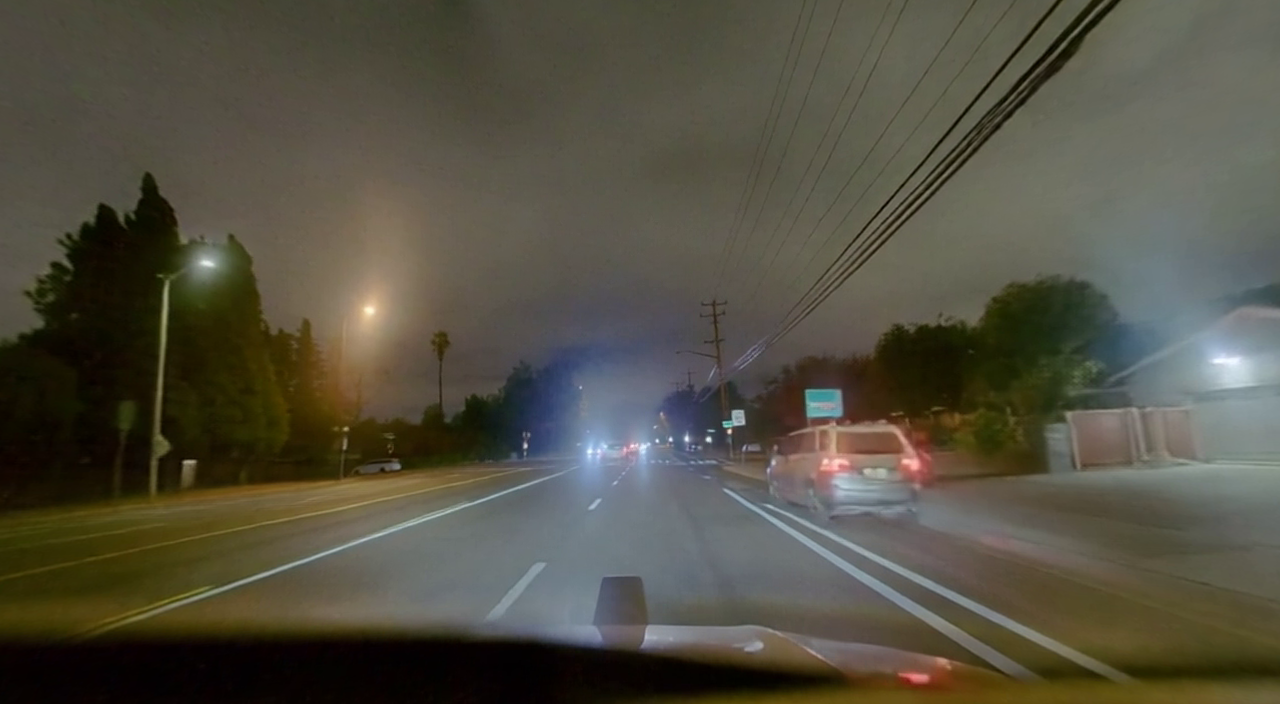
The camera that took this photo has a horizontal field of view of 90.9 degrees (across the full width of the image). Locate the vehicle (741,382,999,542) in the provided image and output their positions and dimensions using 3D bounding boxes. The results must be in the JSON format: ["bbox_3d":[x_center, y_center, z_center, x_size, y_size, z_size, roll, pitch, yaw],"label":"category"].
[{"bbox_3d":[3.748,2.009,12.050,2.622,2.137,6.267,2,-9,1],"label":"vehicle"}]

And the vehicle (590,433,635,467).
[{"bbox_3d":[-1.592,5.973,38.497,2.327,1.861,4.941,-1,-9,2],"label":"vehicle"}]
